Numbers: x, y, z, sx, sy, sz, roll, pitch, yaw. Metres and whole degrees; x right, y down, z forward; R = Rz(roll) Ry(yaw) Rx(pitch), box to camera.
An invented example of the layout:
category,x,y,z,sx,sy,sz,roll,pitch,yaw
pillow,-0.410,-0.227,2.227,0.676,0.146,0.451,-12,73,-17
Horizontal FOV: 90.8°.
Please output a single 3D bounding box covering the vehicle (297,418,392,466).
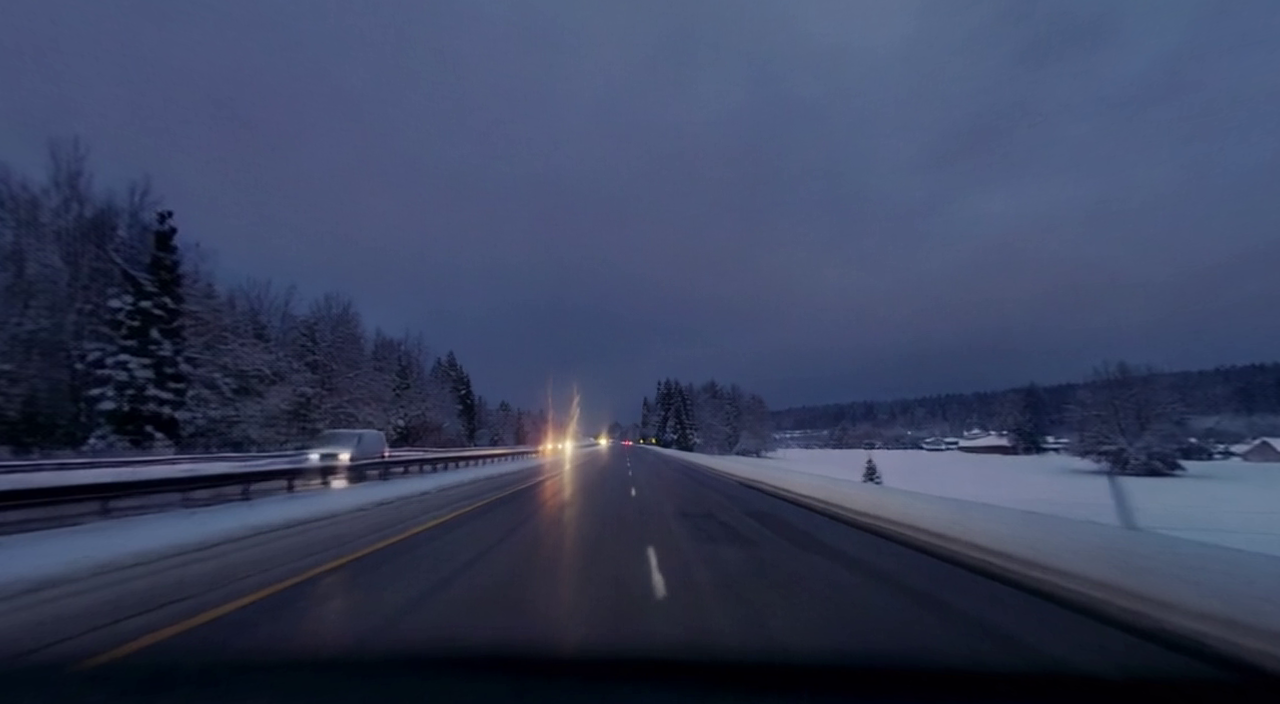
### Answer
category,x,y,z,sx,sy,sz,roll,pitch,yaw
vehicle,-19.339,6.047,41.916,2.729,2.892,7.831,0,-9,-2
